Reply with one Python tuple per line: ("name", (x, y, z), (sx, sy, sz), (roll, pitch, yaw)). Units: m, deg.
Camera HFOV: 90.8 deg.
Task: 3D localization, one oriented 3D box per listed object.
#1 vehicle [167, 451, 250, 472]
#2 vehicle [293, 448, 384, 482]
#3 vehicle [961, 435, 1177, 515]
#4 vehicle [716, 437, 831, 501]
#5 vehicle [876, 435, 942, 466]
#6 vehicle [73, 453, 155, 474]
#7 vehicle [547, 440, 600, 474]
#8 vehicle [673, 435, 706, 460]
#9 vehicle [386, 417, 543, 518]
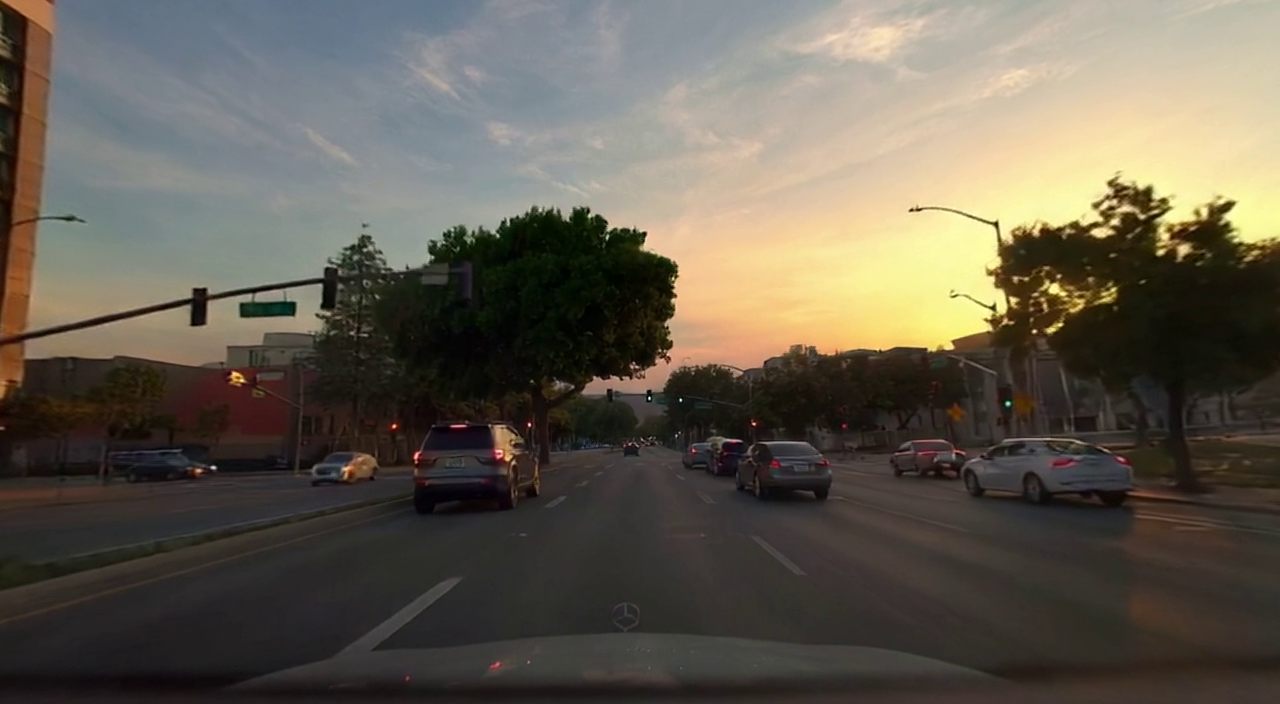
("vehicle", (-32.060, 8.155, 47.012), (4.768, 1.481, 1.949), (-1, -8, 1))
("vehicle", (-14.396, 5.380, 30.475), (1.919, 1.475, 4.467), (-1, -8, 4))
("vehicle", (9.177, 2.643, 14.065), (1.884, 1.478, 4.164), (0, -8, 0))
("vehicle", (3.450, 3.120, 17.305), (2.054, 1.473, 4.511), (0, -8, -2))
("vehicle", (15.246, 5.519, 35.675), (2.173, 1.614, 4.335), (-7, -11, 39))
("vehicle", (-39.206, 8.308, 47.164), (4.409, 1.447, 1.821), (0, -8, -1))
("vehicle", (-3.009, 4.889, 29.636), (2.032, 1.442, 4.336), (0, -8, 0))
("vehicle", (3.646, 7.151, 47.354), (2.090, 1.737, 4.299), (0, -8, -1))
("vehicle", (-3.498, 2.393, 13.517), (2.155, 1.797, 3.989), (-1, -8, 1))
